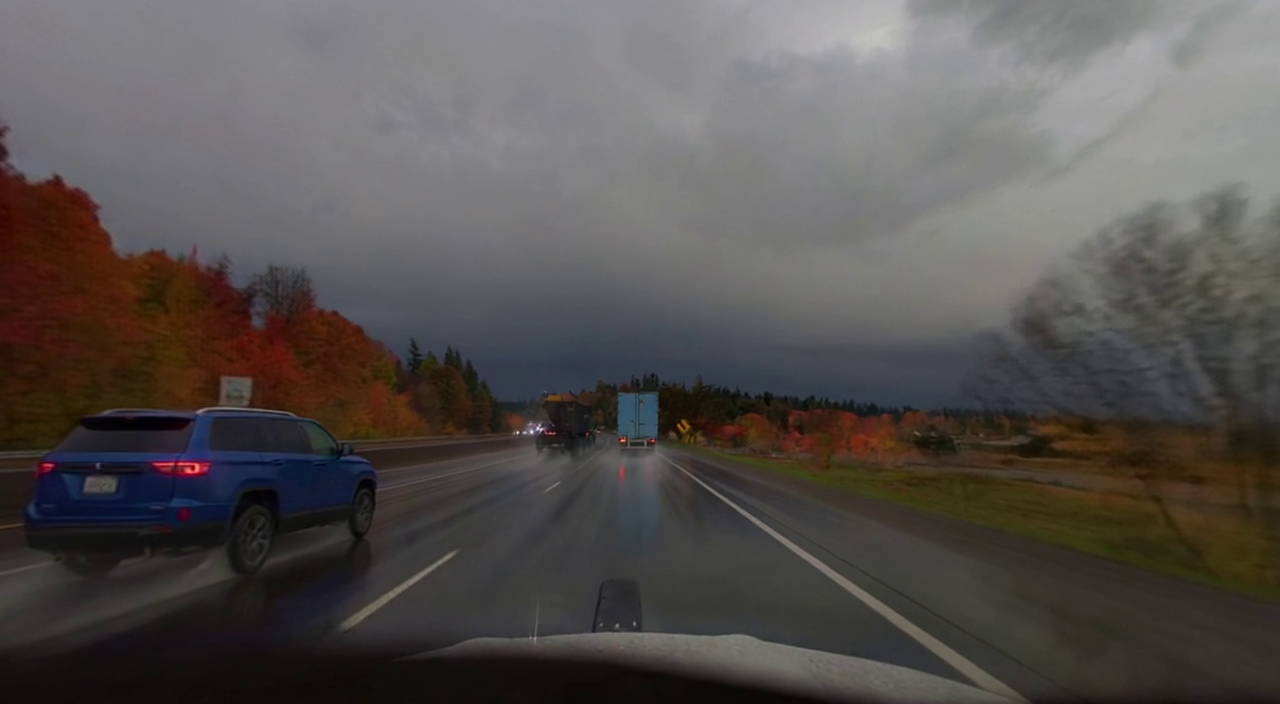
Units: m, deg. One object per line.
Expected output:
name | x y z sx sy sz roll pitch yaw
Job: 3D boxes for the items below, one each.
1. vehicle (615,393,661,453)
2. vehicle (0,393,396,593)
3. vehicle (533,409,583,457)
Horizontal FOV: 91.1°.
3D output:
vehicle | -0.246 5.314 46.391 3.078 3.955 8.774 0 -8 -2
vehicle | -4.892 1.484 7.590 2.089 1.669 4.515 0 -8 0
vehicle | -4.953 5.040 38.940 2.383 2.726 5.677 0 -8 0
